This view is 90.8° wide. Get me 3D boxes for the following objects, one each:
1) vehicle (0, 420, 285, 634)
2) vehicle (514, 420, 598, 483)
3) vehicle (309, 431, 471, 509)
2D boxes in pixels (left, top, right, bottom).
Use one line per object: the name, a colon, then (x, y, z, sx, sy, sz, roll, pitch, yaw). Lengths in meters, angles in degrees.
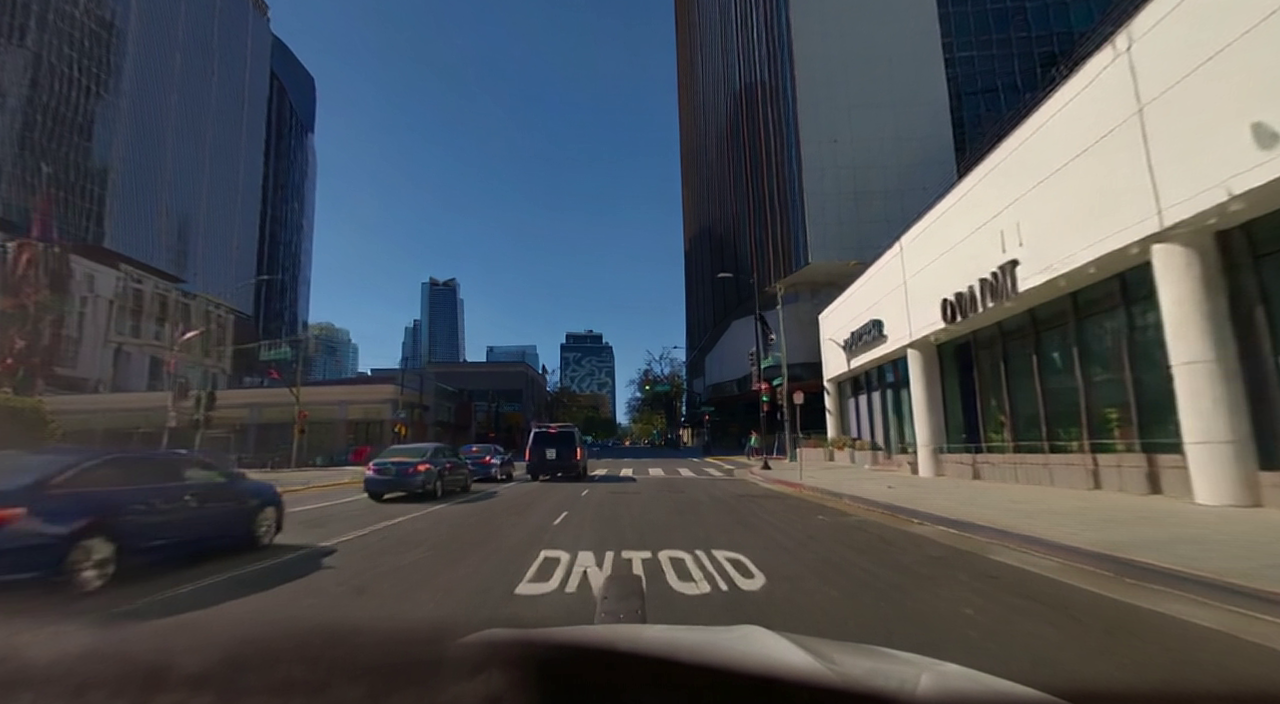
vehicle: (-5.692, 1.566, 6.567, 1.889, 1.572, 3.599, 0, -8, 0)
vehicle: (-3.074, 3.812, 24.495, 2.496, 2.155, 5.468, 0, -8, 0)
vehicle: (-6.024, 2.884, 15.983, 2.228, 1.652, 4.593, 0, -8, 0)
